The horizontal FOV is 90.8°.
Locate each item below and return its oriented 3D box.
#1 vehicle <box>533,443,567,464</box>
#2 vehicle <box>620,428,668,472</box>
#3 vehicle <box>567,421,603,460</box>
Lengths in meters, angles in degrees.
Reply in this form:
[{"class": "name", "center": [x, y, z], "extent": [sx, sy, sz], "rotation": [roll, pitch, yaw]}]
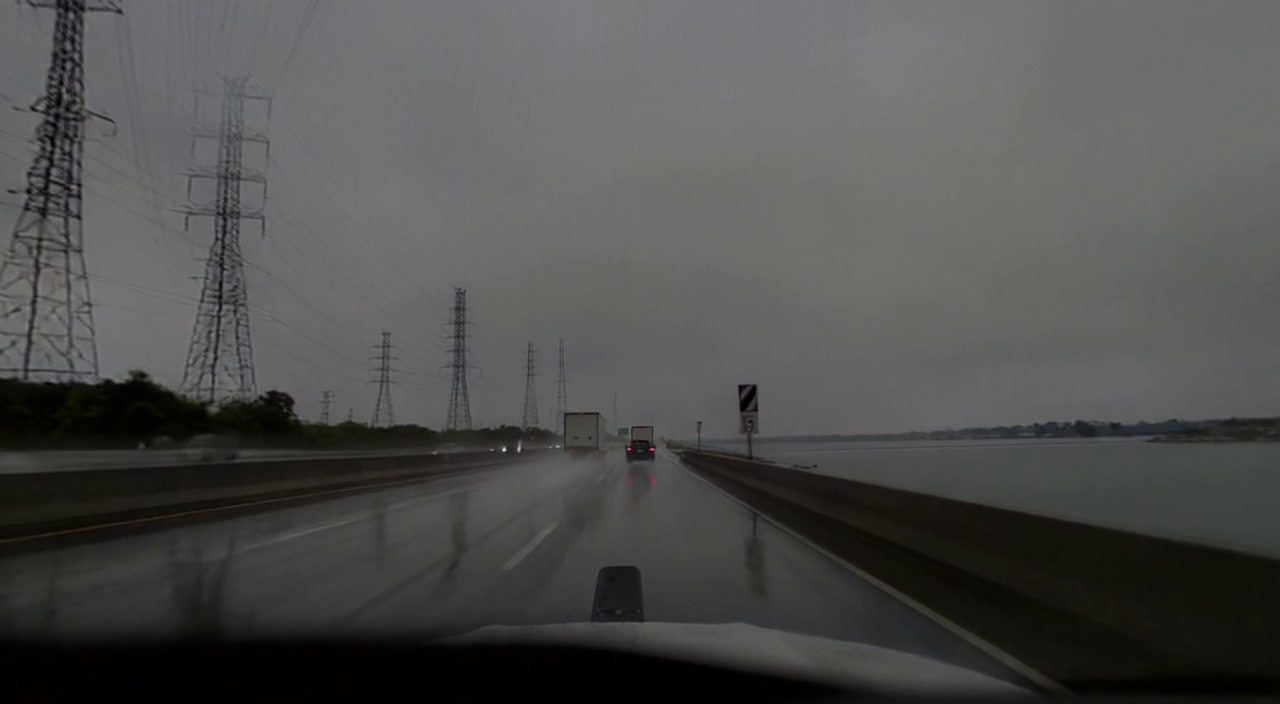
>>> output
[{"class": "vehicle", "center": [-6.936, 7.834, 49.057], "extent": [2.004, 1.545, 4.513], "rotation": [0, -8, 0]}, {"class": "vehicle", "center": [0.235, 5.153, 33.451], "extent": [2.358, 2.144, 4.713], "rotation": [0, -8, 1]}, {"class": "vehicle", "center": [-3.635, 5.925, 42.244], "extent": [2.178, 2.522, 2.054], "rotation": [0, -8, 1]}]
